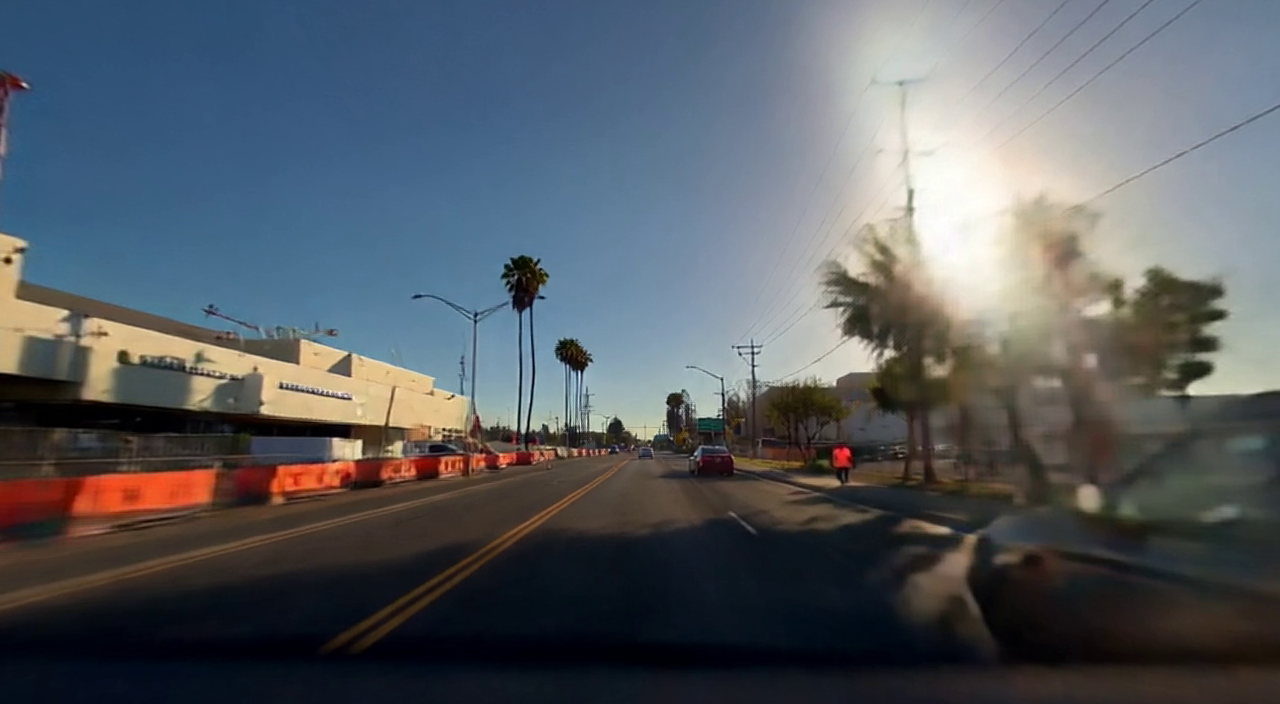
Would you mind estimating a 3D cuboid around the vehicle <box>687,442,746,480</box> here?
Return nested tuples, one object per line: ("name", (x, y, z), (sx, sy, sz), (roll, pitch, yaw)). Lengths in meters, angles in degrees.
("vehicle", (3.389, 4.929, 28.649), (2.148, 1.562, 4.642), (0, -8, 0))

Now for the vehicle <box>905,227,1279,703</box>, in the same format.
("vehicle", (3.112, 0.594, 1.700), (2.386, 1.970, 5.665), (0, -8, 1))
